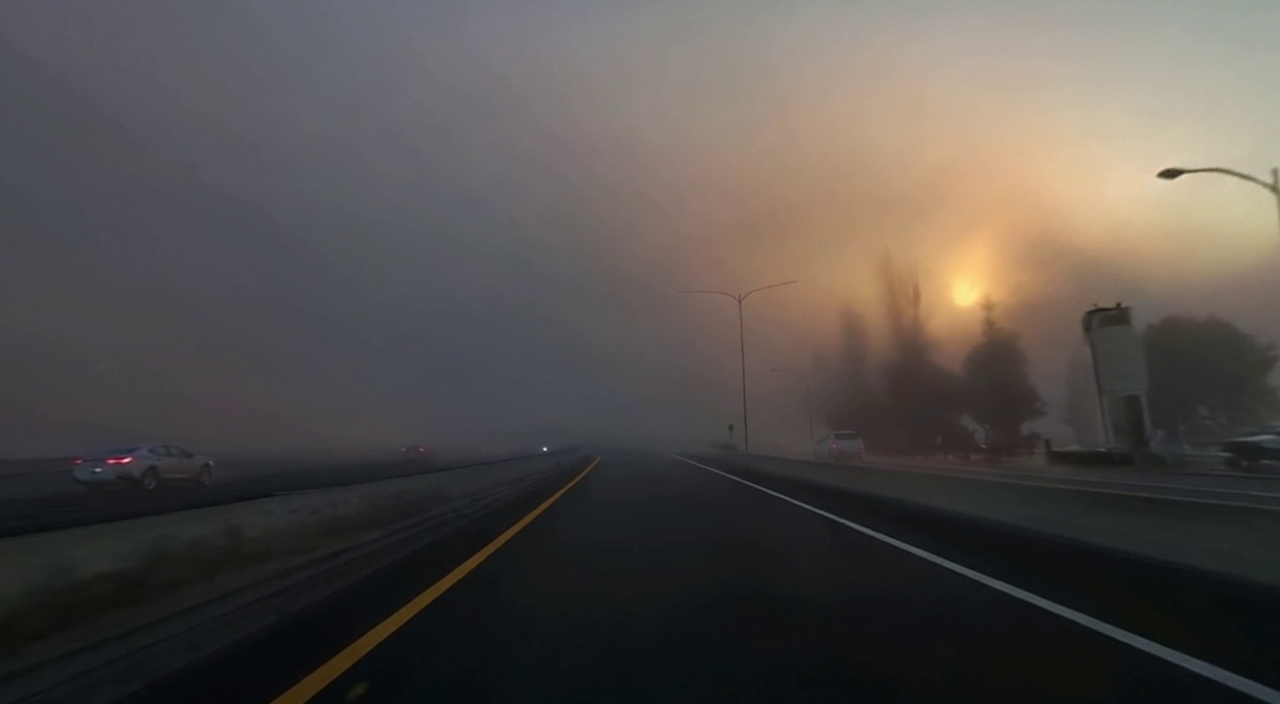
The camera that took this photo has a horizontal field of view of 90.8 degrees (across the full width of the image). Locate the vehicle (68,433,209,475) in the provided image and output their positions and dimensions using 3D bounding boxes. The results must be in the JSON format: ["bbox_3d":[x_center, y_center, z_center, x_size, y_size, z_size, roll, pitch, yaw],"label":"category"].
[{"bbox_3d":[-19.917,4.084,25.407,2.068,1.518,4.438,0,-9,-1],"label":"vehicle"}]

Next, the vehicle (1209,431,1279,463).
[{"bbox_3d":[30.519,4.576,30.450,4.141,1.505,1.972,-1,-9,3],"label":"vehicle"}]
